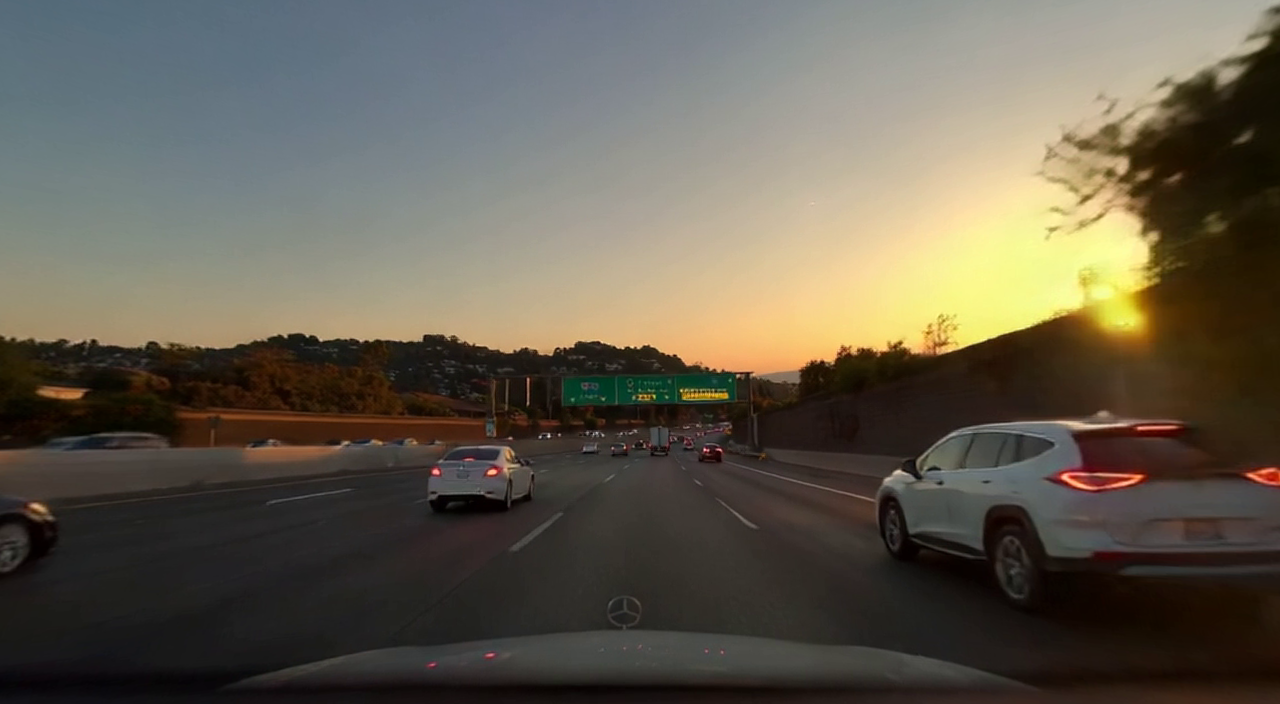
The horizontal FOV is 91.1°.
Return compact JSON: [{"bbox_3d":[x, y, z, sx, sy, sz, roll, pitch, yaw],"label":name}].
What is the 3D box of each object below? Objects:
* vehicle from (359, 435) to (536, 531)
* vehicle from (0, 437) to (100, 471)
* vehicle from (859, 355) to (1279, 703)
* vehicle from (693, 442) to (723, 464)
[{"bbox_3d":[-3.369,2.368,11.970,1.947,1.479,4.114,0,-9,2],"label":"vehicle"},{"bbox_3d":[-27.935,4.724,29.251,1.960,1.438,3.957,0,-9,2],"label":"vehicle"},{"bbox_3d":[3.703,1.208,5.172,2.108,1.709,4.703,0,-9,1],"label":"vehicle"},{"bbox_3d":[5.239,7.833,48.885,2.046,1.655,4.143,0,-9,2],"label":"vehicle"}]
